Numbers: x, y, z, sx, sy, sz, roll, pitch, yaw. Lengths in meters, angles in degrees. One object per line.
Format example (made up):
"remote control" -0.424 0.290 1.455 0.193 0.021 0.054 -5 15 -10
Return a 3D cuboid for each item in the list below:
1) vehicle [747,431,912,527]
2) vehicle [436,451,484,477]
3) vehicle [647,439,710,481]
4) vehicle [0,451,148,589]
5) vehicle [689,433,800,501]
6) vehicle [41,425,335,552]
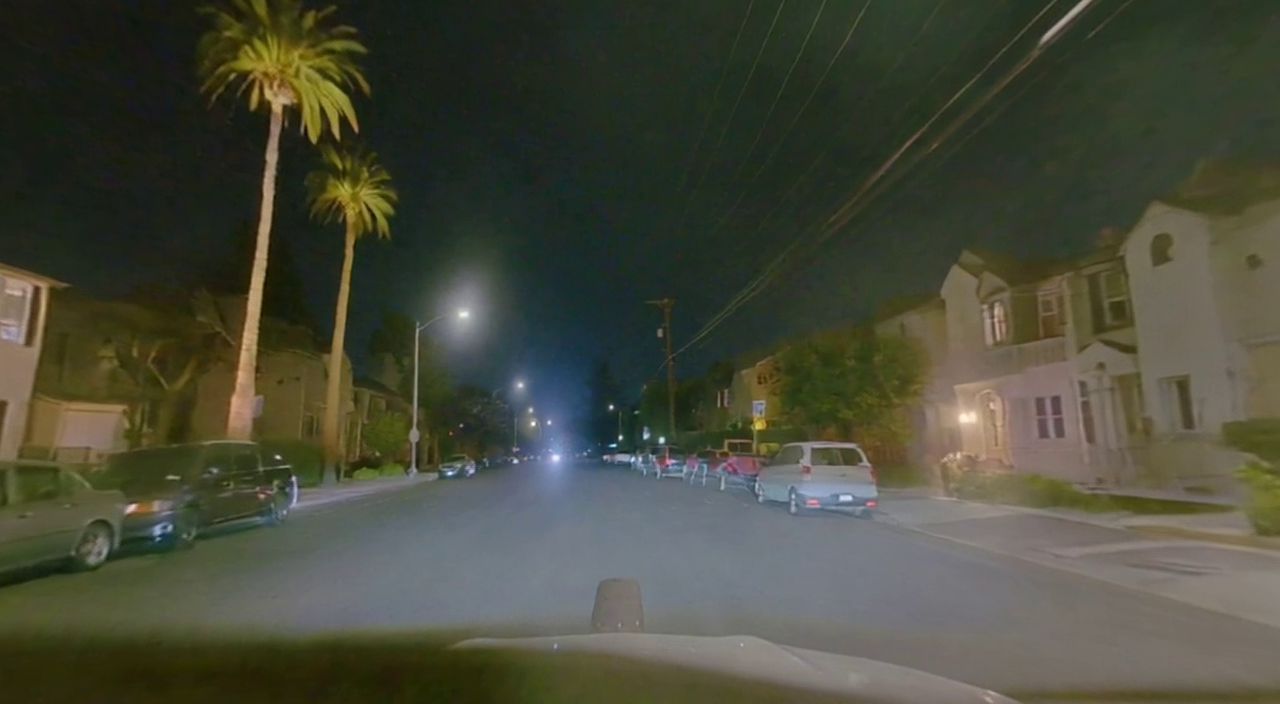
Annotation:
"vehicle" 3.747 2.579 13.456 1.894 1.675 4.294 0 -8 -4
"vehicle" -11.201 6.973 39.697 2.013 1.483 4.645 0 -8 -5
"vehicle" 1.709 5.116 30.359 2.115 1.826 4.871 1 -9 -7
"vehicle" -7.942 1.885 7.136 1.801 1.477 4.239 1 -9 -8
"vehicle" 2.970 3.408 19.194 1.922 1.761 4.633 1 -9 -9
"vehicle" -8.480 2.557 12.857 2.300 1.943 5.744 1 -8 -7
